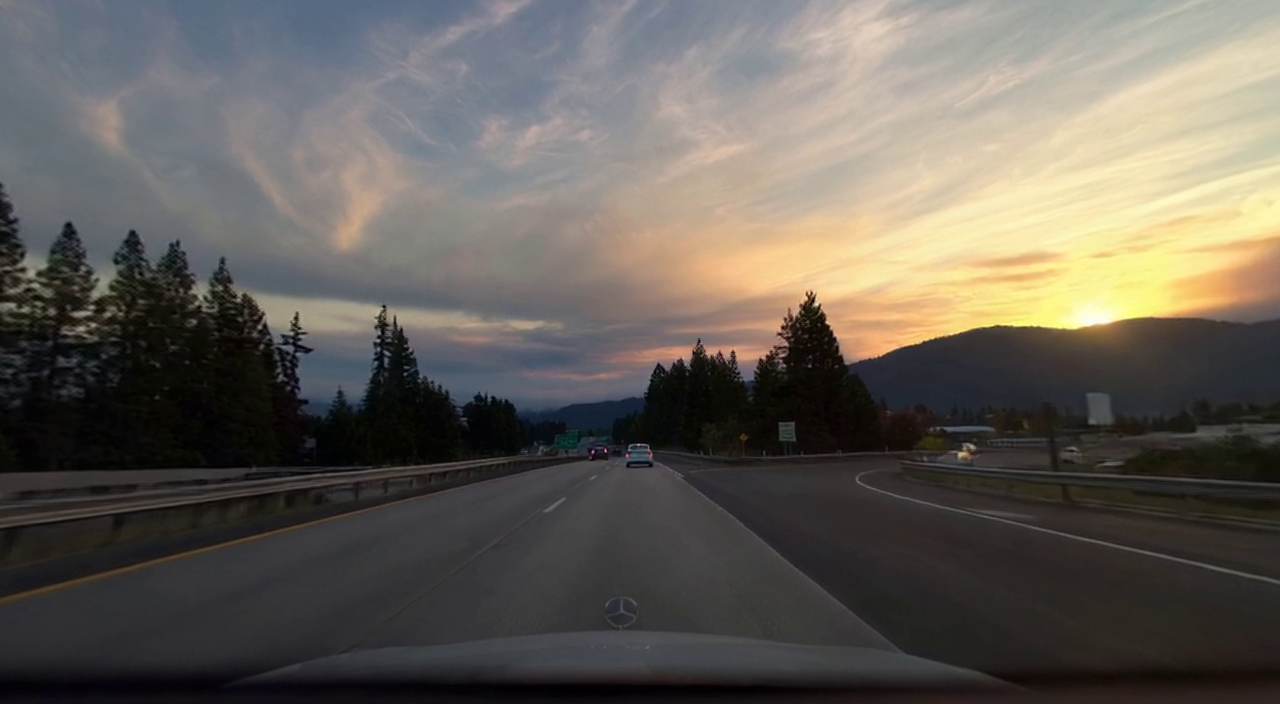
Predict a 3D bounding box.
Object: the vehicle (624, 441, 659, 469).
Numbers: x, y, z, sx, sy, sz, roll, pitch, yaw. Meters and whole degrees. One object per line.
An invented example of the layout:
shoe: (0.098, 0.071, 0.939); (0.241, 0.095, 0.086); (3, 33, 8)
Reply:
vehicle: (0.066, 6.426, 39.540); (2.130, 1.684, 3.826); (0, -8, 0)
